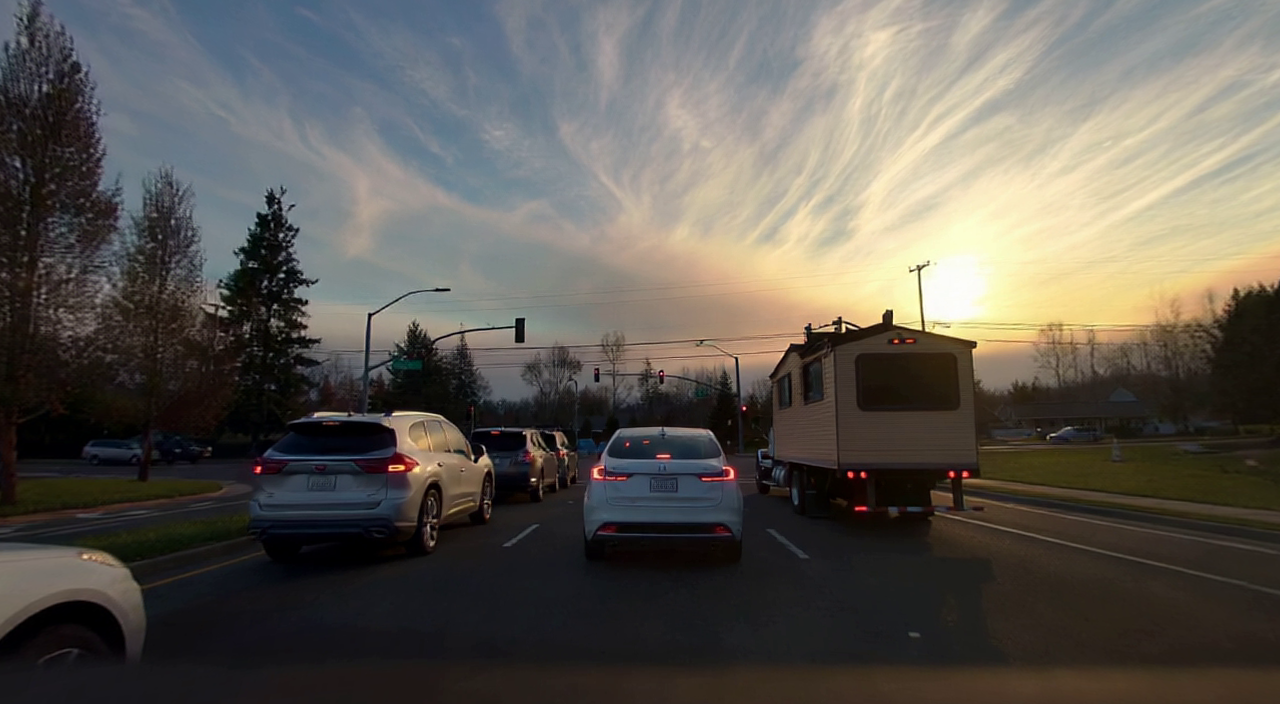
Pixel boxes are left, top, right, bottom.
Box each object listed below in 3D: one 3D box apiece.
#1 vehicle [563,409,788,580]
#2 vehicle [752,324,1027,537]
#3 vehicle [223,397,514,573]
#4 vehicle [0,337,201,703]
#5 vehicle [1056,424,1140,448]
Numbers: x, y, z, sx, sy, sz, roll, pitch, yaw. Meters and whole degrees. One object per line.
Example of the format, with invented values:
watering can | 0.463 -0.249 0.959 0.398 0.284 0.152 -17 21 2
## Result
vehicle | 0.355 1.706 8.316 2.189 1.649 4.171 0 -9 0
vehicle | 3.690 1.404 11.007 2.531 2.750 5.595 0 -9 1
vehicle | -3.267 1.715 8.836 2.085 1.812 4.388 0 -9 0
vehicle | -3.427 0.665 1.412 1.952 1.730 4.116 0 -9 -1
vehicle | 33.157 6.141 45.888 4.671 1.595 1.824 -6 -10 31
